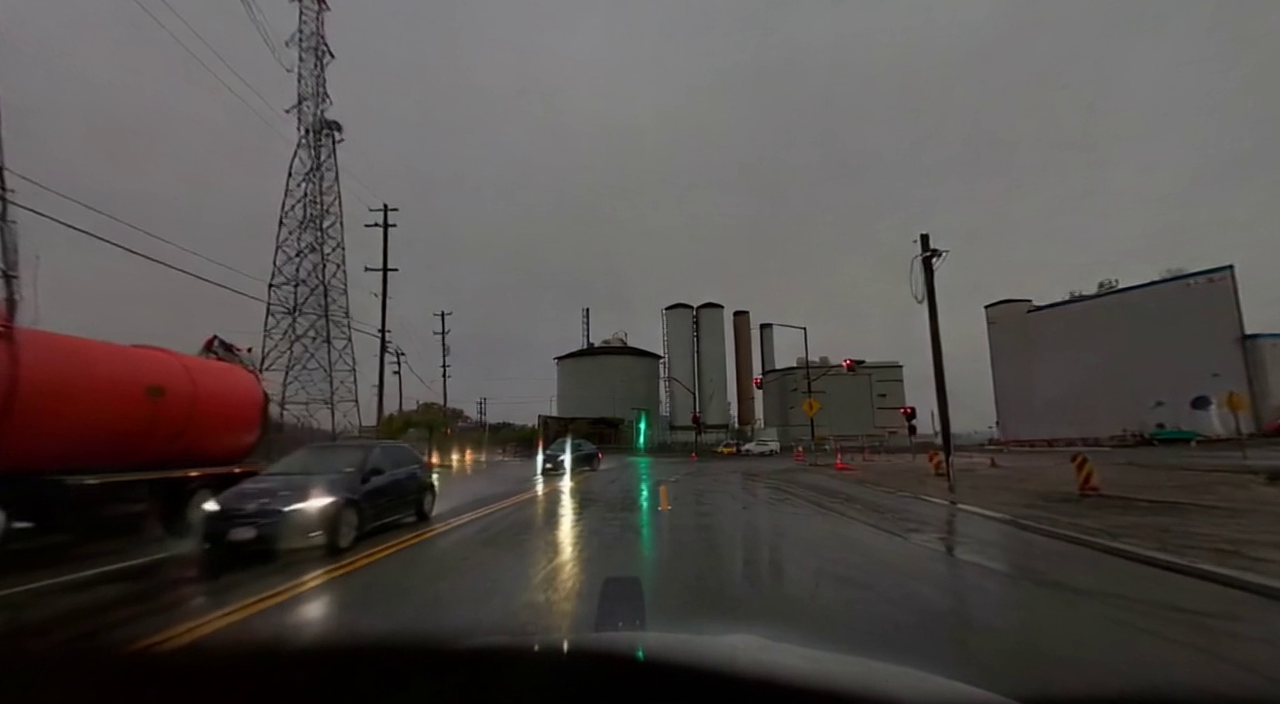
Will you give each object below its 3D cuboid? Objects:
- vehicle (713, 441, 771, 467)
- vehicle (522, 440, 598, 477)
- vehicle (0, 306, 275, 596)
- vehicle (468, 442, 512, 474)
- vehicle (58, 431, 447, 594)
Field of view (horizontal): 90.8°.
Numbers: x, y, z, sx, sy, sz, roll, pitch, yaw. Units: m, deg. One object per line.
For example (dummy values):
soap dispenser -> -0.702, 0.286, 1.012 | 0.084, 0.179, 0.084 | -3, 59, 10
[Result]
vehicle -> 6.110, 6.021, 37.489 | 2.053, 1.477, 4.218 | -4, -10, 29
vehicle -> -3.750, 5.135, 30.682 | 1.944, 1.645, 4.701 | -2, -9, 16
vehicle -> -8.471, 1.284, 8.272 | 2.905, 3.133, 7.675 | 0, -8, -2
vehicle -> -9.082, 6.418, 38.525 | 2.169, 1.826, 4.755 | 1, -9, -9
vehicle -> -4.295, 1.825, 8.182 | 2.117, 1.484, 4.544 | 0, -8, 1
